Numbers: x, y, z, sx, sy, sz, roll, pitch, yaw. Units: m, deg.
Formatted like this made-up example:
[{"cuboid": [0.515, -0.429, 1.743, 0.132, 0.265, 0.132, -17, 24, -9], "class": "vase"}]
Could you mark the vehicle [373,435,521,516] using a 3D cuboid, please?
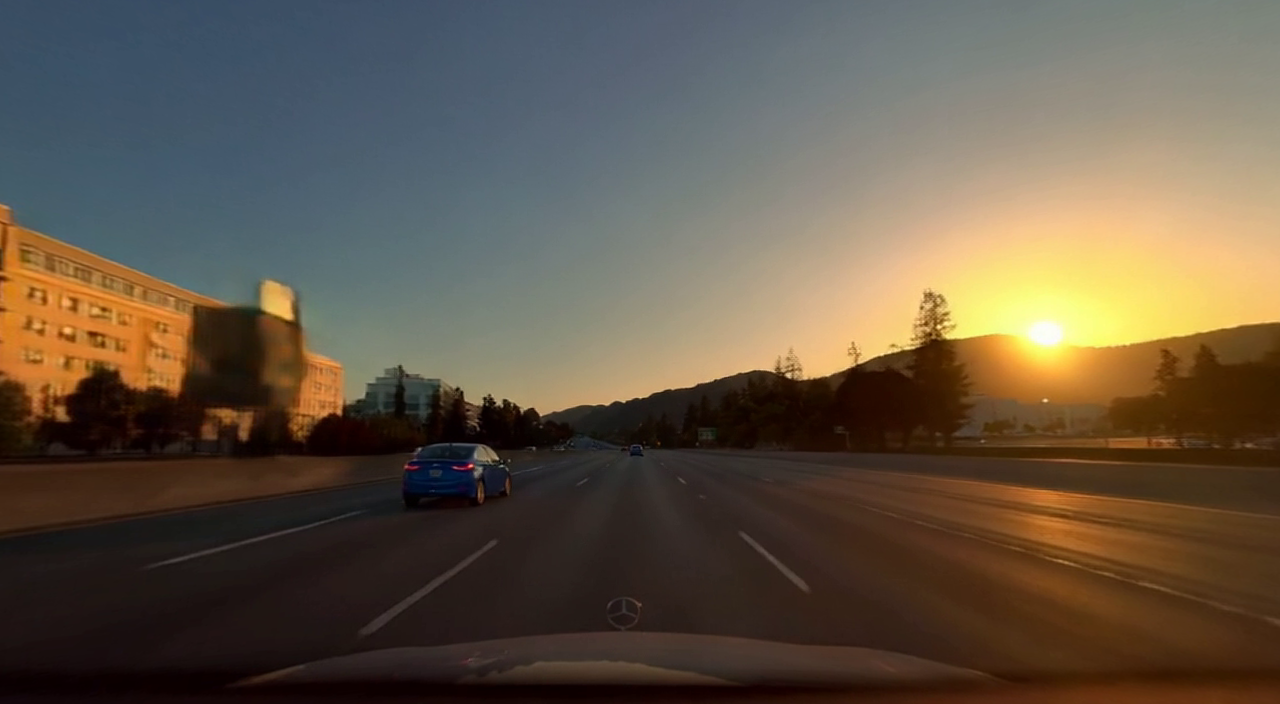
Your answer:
[{"cuboid": [-4.069, 2.667, 14.204, 1.900, 1.492, 4.495, 0, -9, 0], "class": "vehicle"}]
